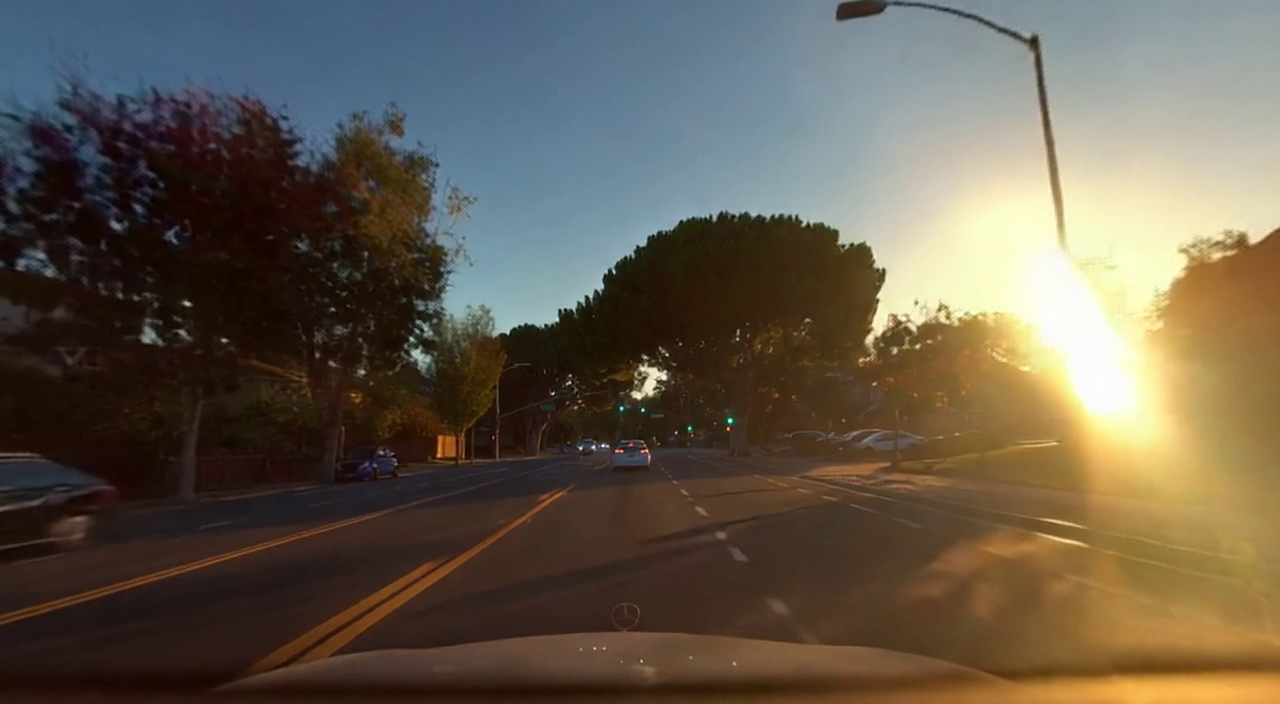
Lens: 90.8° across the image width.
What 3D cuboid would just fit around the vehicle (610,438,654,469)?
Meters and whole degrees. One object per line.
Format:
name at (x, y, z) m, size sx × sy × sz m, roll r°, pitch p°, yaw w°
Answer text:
vehicle at (-0.420, 5.214, 32.638) m, size 2.104 × 1.462 × 3.991 m, roll 0°, pitch -9°, yaw -1°

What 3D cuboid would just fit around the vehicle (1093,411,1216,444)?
vehicle at (27.490, 4.072, 33.857) m, size 4.736 × 1.646 × 2.037 m, roll 0°, pitch -9°, yaw 0°

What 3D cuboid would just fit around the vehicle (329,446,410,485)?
vehicle at (-13.078, 5.488, 30.899) m, size 1.957 × 1.754 × 4.393 m, roll 0°, pitch -9°, yaw 1°

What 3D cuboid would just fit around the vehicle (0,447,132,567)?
vehicle at (-9.785, 2.151, 8.765) m, size 1.945 × 1.629 × 4.197 m, roll 0°, pitch -9°, yaw 0°

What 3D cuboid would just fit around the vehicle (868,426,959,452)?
vehicle at (16.638, 5.341, 38.587) m, size 4.658 × 1.495 × 1.978 m, roll 0°, pitch -9°, yaw -2°
